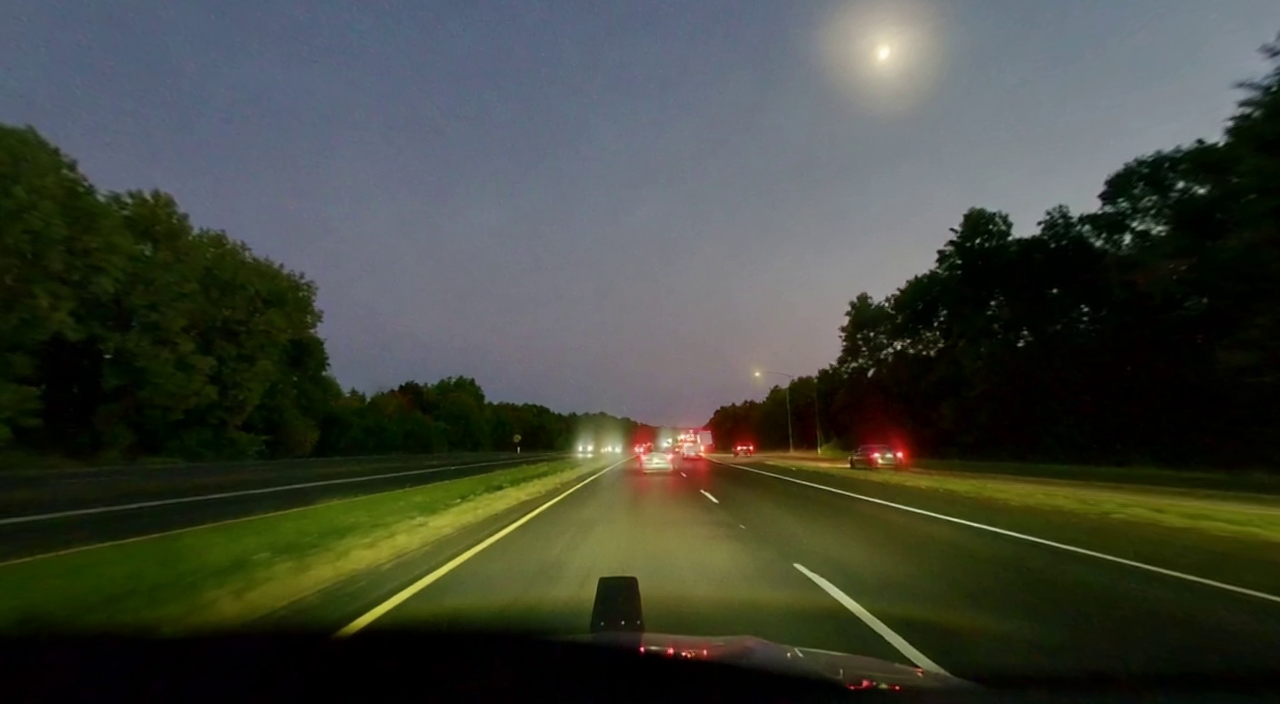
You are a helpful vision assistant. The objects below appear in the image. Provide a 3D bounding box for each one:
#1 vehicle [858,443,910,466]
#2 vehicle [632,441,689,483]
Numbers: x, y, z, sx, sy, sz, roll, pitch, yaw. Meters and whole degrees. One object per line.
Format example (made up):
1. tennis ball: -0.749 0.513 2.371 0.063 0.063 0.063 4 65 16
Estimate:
1. vehicle: 16.726 7.046 43.345 1.926 1.483 3.528 0 -9 -4
2. vehicle: 0.750 4.329 25.048 2.053 1.483 4.185 0 -9 0
